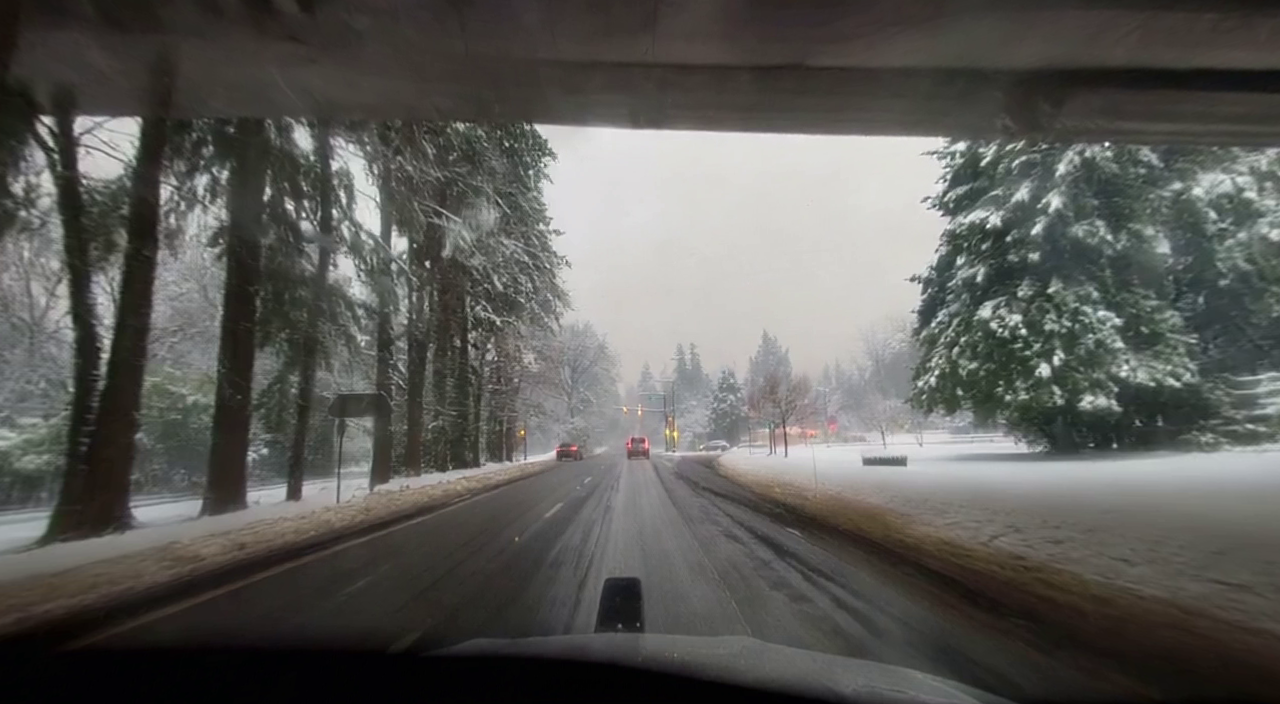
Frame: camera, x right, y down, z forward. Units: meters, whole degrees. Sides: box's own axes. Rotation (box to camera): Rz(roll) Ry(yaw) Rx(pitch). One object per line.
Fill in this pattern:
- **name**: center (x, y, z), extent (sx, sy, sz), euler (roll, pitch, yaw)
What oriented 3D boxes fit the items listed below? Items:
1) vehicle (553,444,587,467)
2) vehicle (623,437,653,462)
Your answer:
- **vehicle**: center (-4.478, 6.676, 40.833), extent (1.674, 1.408, 4.141), euler (0, -8, 1)
- **vehicle**: center (-0.218, 7.573, 49.019), extent (2.154, 1.820, 4.972), euler (0, -8, -2)
